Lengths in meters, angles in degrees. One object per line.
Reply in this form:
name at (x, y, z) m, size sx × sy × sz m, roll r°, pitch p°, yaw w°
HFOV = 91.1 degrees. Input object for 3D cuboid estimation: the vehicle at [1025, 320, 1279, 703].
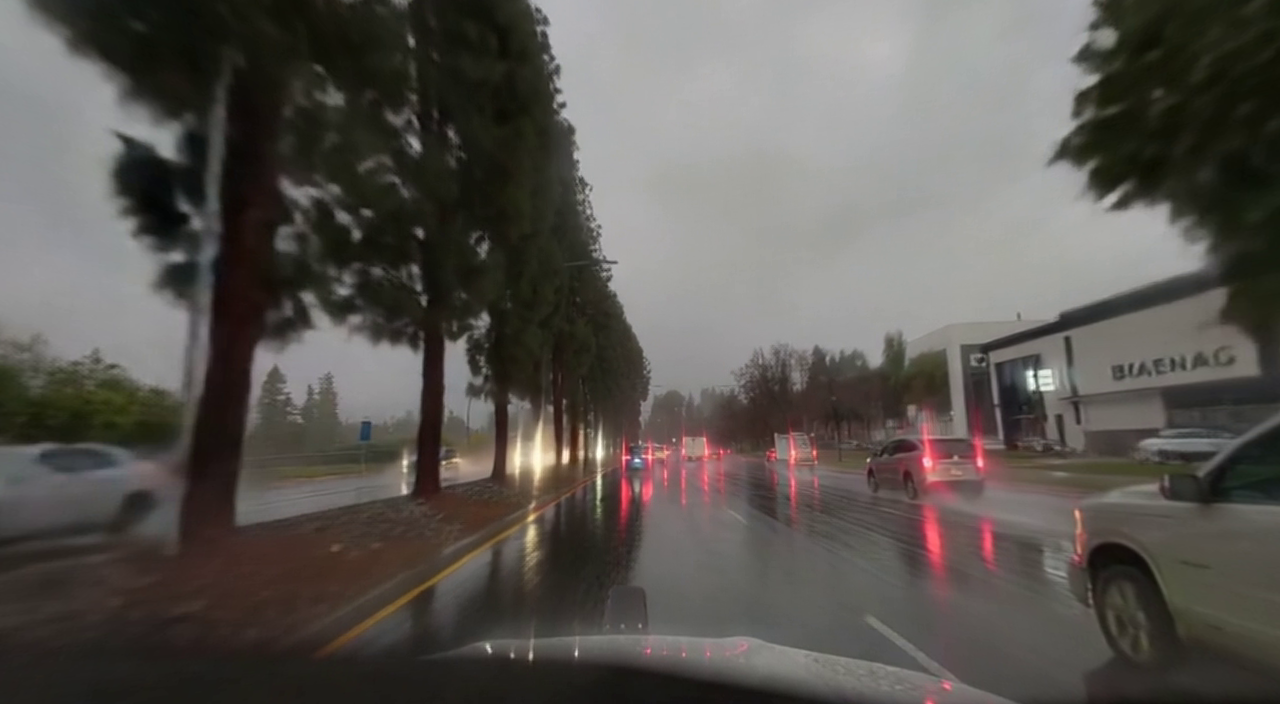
vehicle at (3.484, 0.652, 1.635) m, size 2.090 × 1.763 × 4.560 m, roll 0°, pitch -9°, yaw 1°

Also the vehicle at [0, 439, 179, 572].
vehicle at (-8.764, 1.922, 8.028) m, size 2.082 × 1.588 × 4.710 m, roll 0°, pitch -9°, yaw 1°

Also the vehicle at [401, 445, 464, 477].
vehicle at (-11.922, 6.285, 36.418) m, size 2.021 × 1.712 × 4.469 m, roll 0°, pitch -9°, yaw 2°

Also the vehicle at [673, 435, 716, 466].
vehicle at (3.994, 7.335, 46.810) m, size 2.716 × 2.131 × 5.766 m, roll 0°, pitch -9°, yaw 0°

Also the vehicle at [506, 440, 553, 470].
vehicle at (-7.748, 7.266, 44.554) m, size 2.262 × 1.920 × 5.604 m, roll 0°, pitch -9°, yaw 1°

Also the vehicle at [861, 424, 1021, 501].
vehicle at (7.781, 2.907, 16.844) m, size 2.090 × 1.768 × 4.407 m, roll 0°, pitch -9°, yaw 0°

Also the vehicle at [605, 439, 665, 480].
vehicle at (-0.163, 4.493, 26.479) m, size 2.315 × 1.563 × 4.080 m, roll 0°, pitch -9°, yaw 1°
